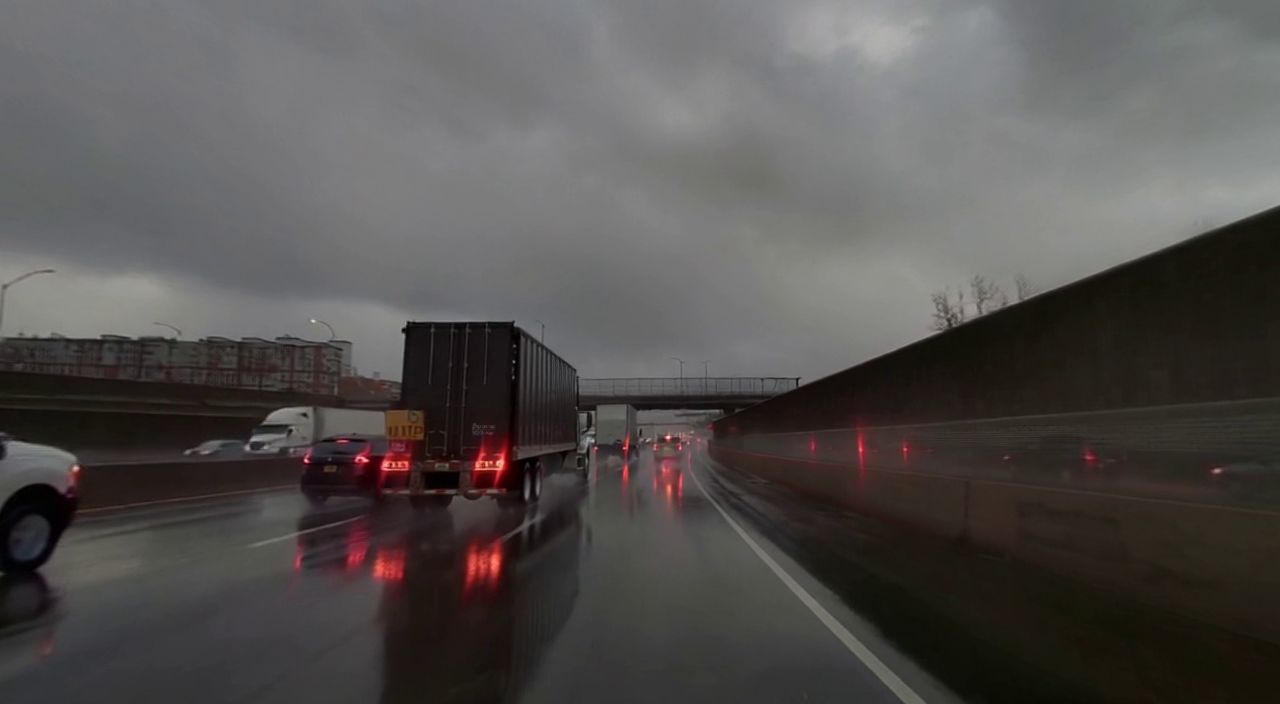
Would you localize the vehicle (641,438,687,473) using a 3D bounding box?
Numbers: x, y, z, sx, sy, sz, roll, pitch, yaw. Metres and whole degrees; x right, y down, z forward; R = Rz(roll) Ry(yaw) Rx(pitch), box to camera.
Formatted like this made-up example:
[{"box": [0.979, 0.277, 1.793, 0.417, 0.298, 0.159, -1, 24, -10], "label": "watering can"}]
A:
[{"box": [1.230, 5.208, 31.958, 2.178, 1.640, 4.071, -1, -9, 3], "label": "vehicle"}]

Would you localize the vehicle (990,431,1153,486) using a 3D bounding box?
[{"box": [14.286, 3.559, 21.307, 2.237, 1.656, 4.676, 0, -9, 1], "label": "vehicle"}]

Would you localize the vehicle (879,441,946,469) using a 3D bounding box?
[{"box": [15.187, 5.757, 35.389, 1.859, 1.452, 4.749, -1, -9, 4], "label": "vehicle"}]

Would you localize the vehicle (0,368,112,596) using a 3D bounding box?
[{"box": [-6.736, 0.913, 4.005, 2.323, 1.959, 5.038, 0, -9, 0], "label": "vehicle"}]

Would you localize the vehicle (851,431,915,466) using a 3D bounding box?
[{"box": [15.684, 6.289, 41.095, 2.241, 2.052, 5.864, -1, -9, 5], "label": "vehicle"}]

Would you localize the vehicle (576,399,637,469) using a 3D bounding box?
[{"box": [-1.923, 5.366, 40.514, 3.073, 3.894, 9.782, -1, -9, 2], "label": "vehicle"}]

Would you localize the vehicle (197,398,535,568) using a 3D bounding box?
[{"box": [-3.271, 1.664, 8.588, 2.896, 1.779, 3.441, 0, -9, 3], "label": "vehicle"}]
